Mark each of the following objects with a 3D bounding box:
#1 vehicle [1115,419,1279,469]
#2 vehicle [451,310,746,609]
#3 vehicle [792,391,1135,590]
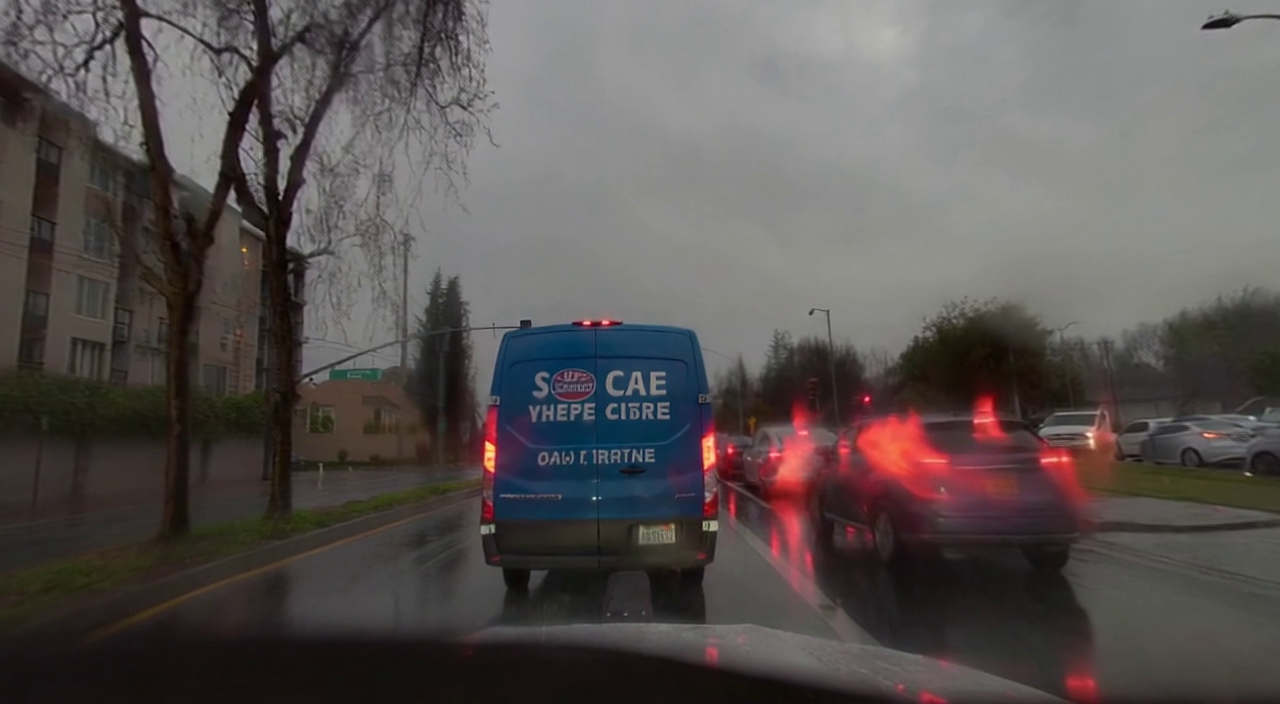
[{"bbox_3d":[17.186,2.831,19.449,3.491,1.443,1.837,0,-8,0],"label":"vehicle"},{"bbox_3d":[-0.313,1.239,7.807,2.422,2.488,4.992,0,-8,1],"label":"vehicle"},{"bbox_3d":[3.420,1.555,7.854,1.965,1.771,4.295,0,-8,0],"label":"vehicle"}]
